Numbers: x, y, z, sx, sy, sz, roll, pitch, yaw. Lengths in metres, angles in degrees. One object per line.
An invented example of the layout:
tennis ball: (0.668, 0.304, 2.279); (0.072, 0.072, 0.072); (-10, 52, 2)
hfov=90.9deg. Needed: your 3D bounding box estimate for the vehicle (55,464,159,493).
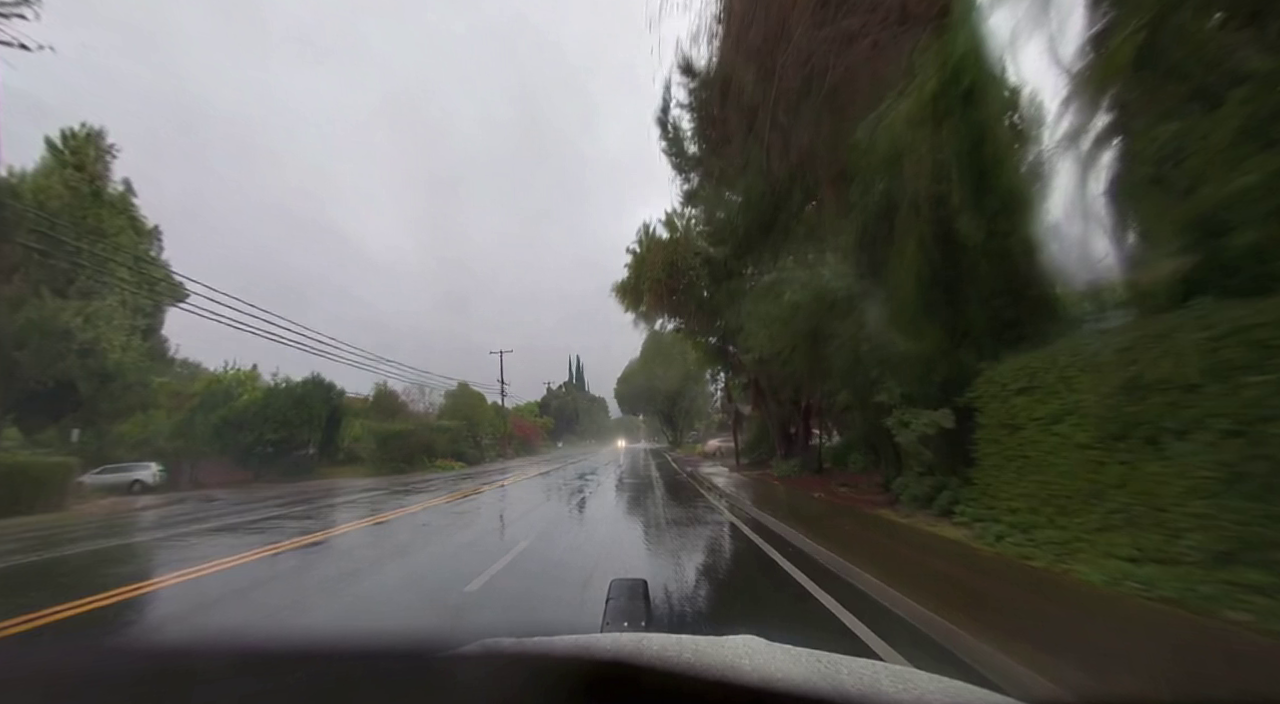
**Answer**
vehicle: (-29.703, 7.037, 35.209); (4.175, 1.462, 1.822); (-1, -8, 2)
